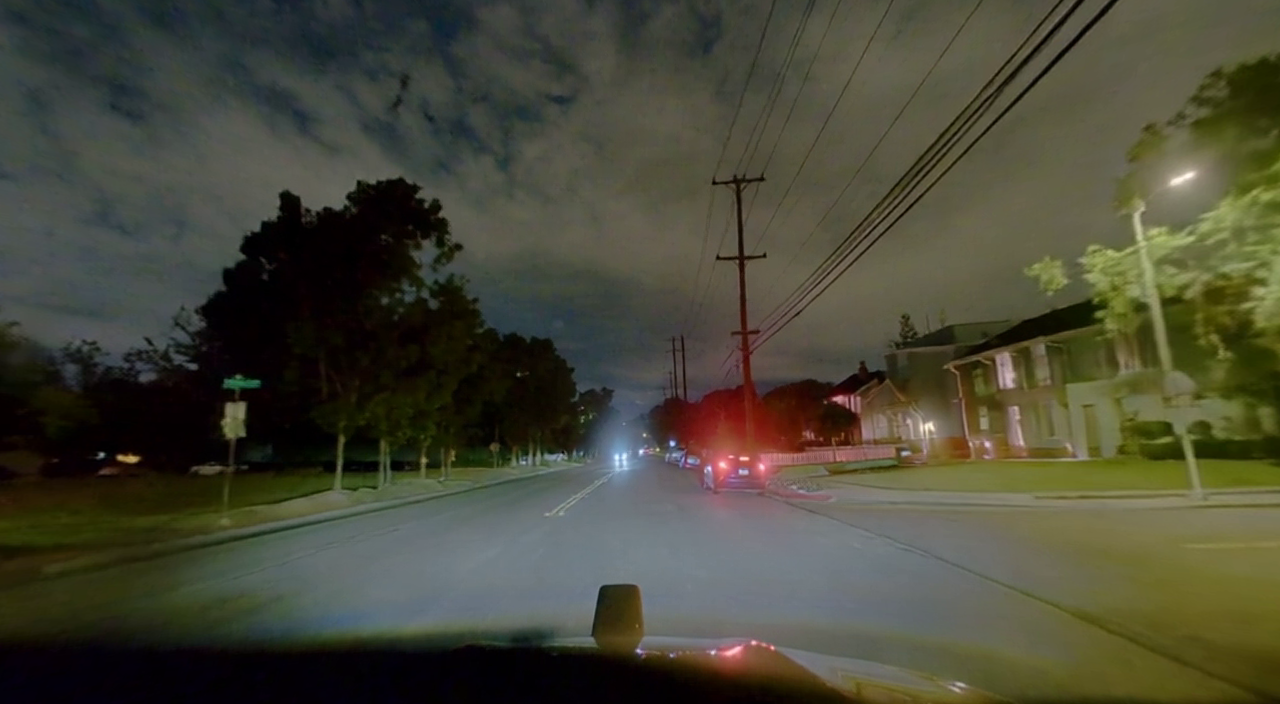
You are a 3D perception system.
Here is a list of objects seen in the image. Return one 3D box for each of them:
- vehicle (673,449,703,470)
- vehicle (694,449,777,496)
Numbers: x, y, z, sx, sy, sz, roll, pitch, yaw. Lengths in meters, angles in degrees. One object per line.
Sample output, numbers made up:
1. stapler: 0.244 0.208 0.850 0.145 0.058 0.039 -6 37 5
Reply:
1. vehicle: 3.656 8.274 48.667 1.915 1.491 4.642 0 -9 0
2. vehicle: 3.122 4.039 21.632 1.990 1.435 4.526 0 -9 -2
